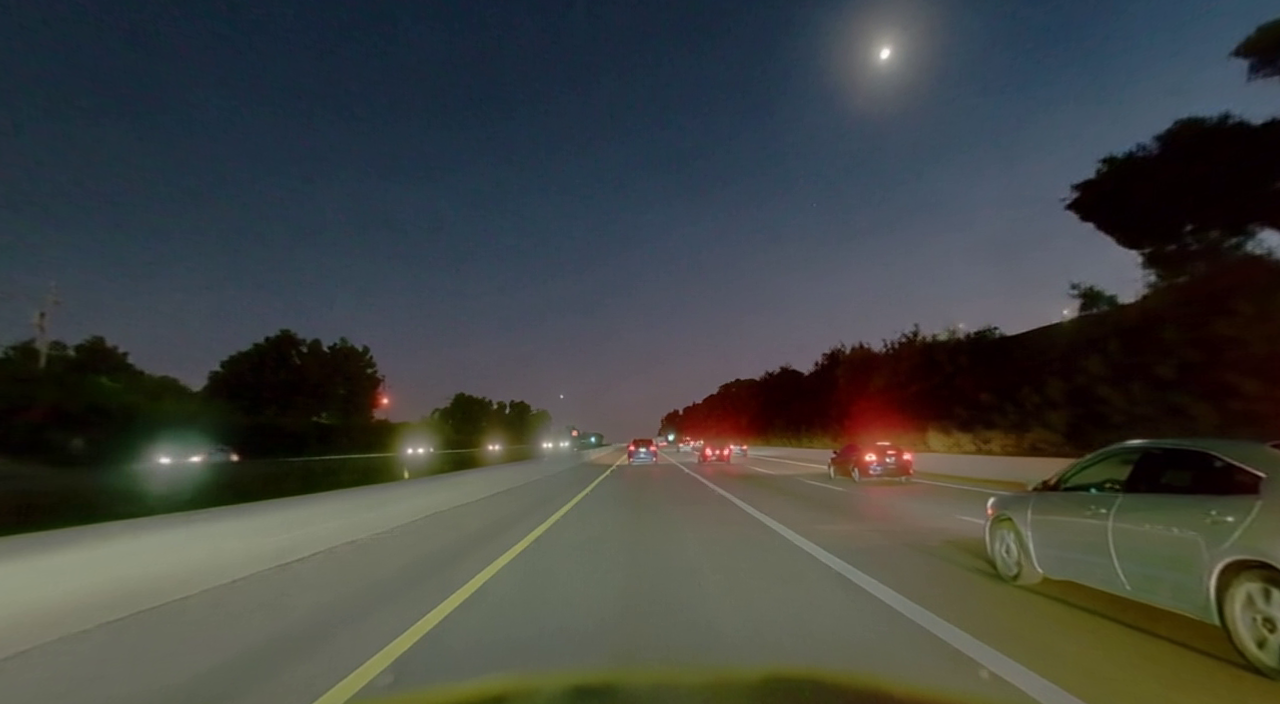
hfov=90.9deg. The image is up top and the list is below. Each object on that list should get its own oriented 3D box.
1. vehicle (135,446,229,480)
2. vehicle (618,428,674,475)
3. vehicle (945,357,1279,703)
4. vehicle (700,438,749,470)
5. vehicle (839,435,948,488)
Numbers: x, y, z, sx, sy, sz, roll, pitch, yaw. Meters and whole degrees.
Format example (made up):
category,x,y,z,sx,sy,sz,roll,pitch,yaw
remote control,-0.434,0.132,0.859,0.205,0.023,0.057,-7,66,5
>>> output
category,x,y,z,sx,sy,sz,roll,pitch,yaw
vehicle,-27.143,6.552,37.597,1.997,1.808,4.776,-1,-8,0
vehicle,0.222,4.260,27.156,2.189,1.852,4.038,0,-8,0
vehicle,3.723,0.953,3.361,2.003,1.661,4.418,-1,-8,1
vehicle,4.210,5.156,32.013,1.825,1.487,4.034,0,-8,-1
vehicle,8.089,3.509,20.598,1.810,1.516,4.183,0,-8,0
